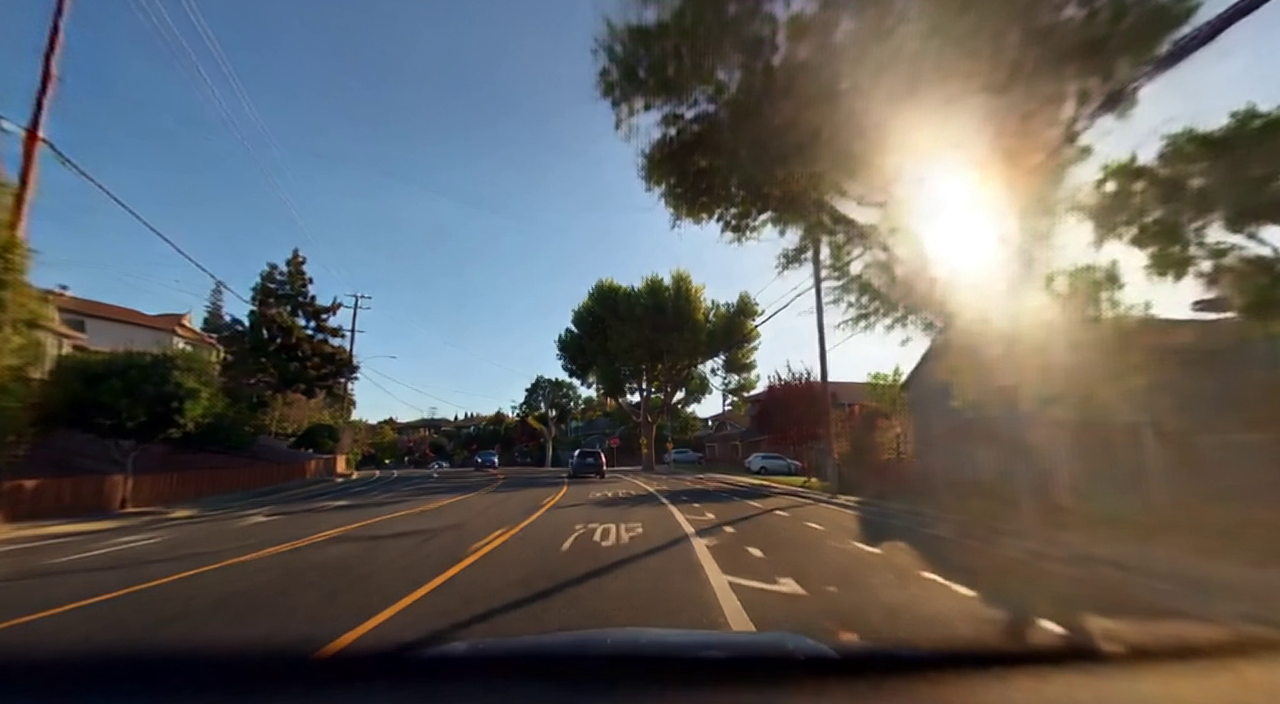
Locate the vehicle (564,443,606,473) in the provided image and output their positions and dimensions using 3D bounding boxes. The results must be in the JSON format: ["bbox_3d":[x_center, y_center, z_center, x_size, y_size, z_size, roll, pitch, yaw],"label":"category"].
[{"bbox_3d":[-3.816,7.166,42.909,2.284,1.741,4.702,4,-8,-10],"label":"vehicle"}]

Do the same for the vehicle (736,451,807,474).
[{"bbox_3d":[9.184,7.716,44.158,4.383,1.508,1.884,1,-8,-10],"label":"vehicle"}]
